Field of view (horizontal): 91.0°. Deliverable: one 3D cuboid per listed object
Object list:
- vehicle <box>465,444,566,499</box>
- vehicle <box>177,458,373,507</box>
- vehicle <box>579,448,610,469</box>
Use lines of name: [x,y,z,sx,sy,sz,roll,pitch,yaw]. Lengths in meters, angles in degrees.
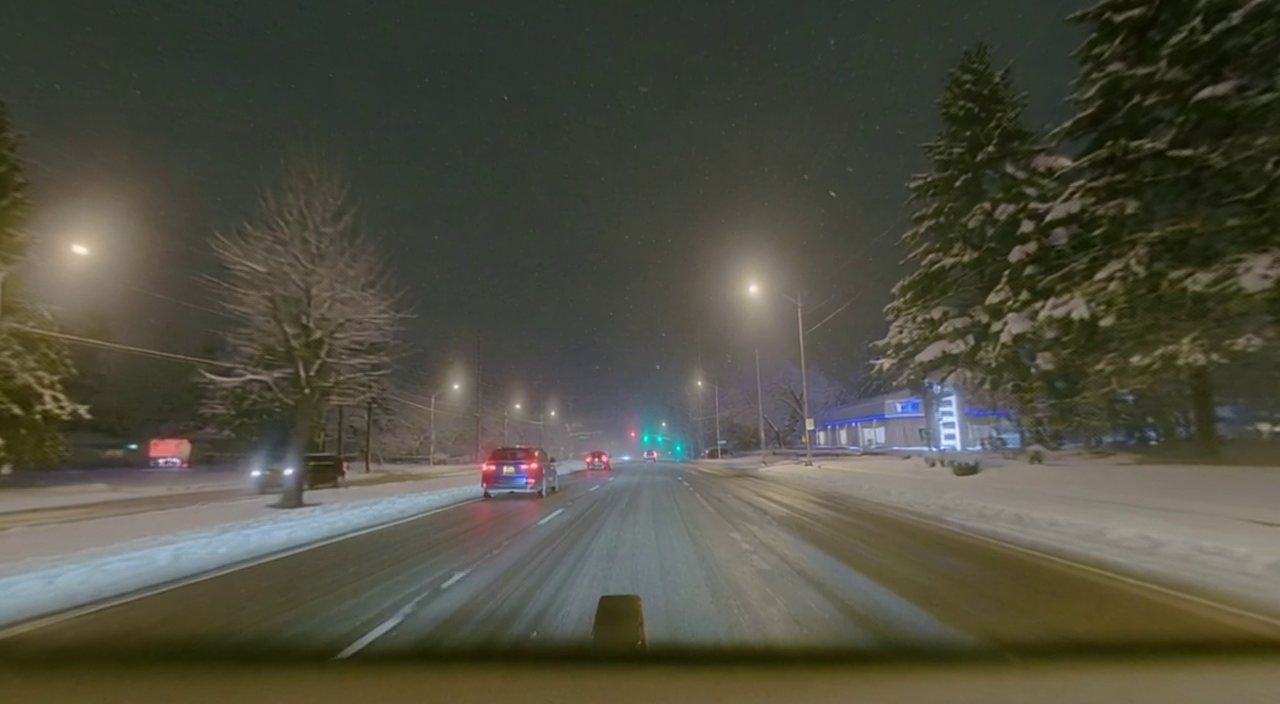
vehicle: [-3.560,3.496,18.868,2.076,1.444,4.328,0,-9,1]
vehicle: [-7.976,2.871,14.161,2.700,0.905,2.928,0,-9,-2]
vehicle: [-3.500,8.257,48.991,2.039,1.479,4.257,0,-9,1]
